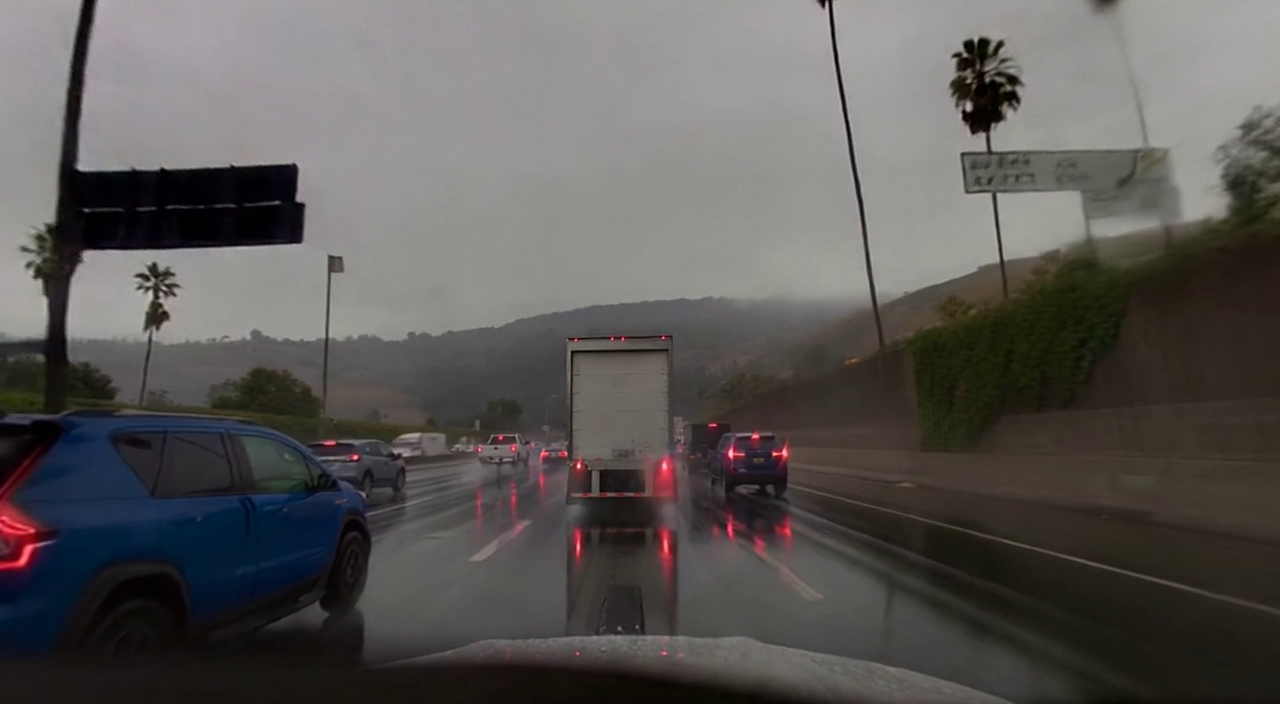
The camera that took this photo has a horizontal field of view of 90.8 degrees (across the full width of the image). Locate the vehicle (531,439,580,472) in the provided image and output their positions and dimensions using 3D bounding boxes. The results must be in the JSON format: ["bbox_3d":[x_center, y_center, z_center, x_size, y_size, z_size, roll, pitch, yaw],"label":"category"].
[{"bbox_3d":[-4.020,5.008,30.635,1.874,1.475,4.328,0,-9,-1],"label":"vehicle"}]

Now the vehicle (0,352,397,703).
[{"bbox_3d":[-3.225,1.090,3.857,1.885,1.654,4.103,0,-9,-1],"label":"vehicle"}]

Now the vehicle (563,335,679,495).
[{"bbox_3d":[-0.446,2.372,21.404,2.906,4.040,10.743,0,-9,0],"label":"vehicle"}]

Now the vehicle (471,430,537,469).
[{"bbox_3d":[-7.315,5.362,34.711,2.344,1.954,5.579,0,-9,1],"label":"vehicle"}]

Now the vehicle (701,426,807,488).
[{"bbox_3d":[2.895,2.815,17.119,1.859,1.416,4.695,0,-9,-2],"label":"vehicle"}]
